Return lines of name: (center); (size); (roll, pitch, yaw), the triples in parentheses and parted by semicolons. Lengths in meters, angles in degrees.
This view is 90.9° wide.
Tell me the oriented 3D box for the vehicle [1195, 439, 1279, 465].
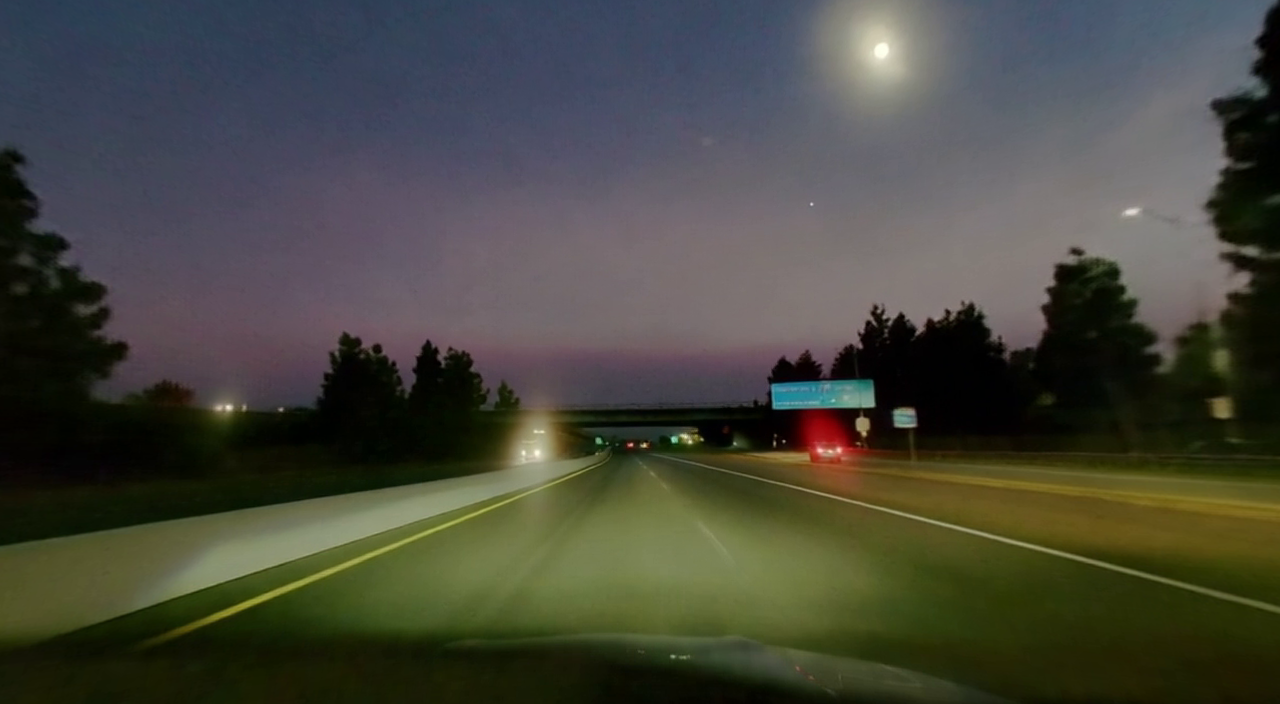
vehicle: (41.618, 6.901, 43.566); (4.222, 1.708, 2.085); (-1, -9, 5)
